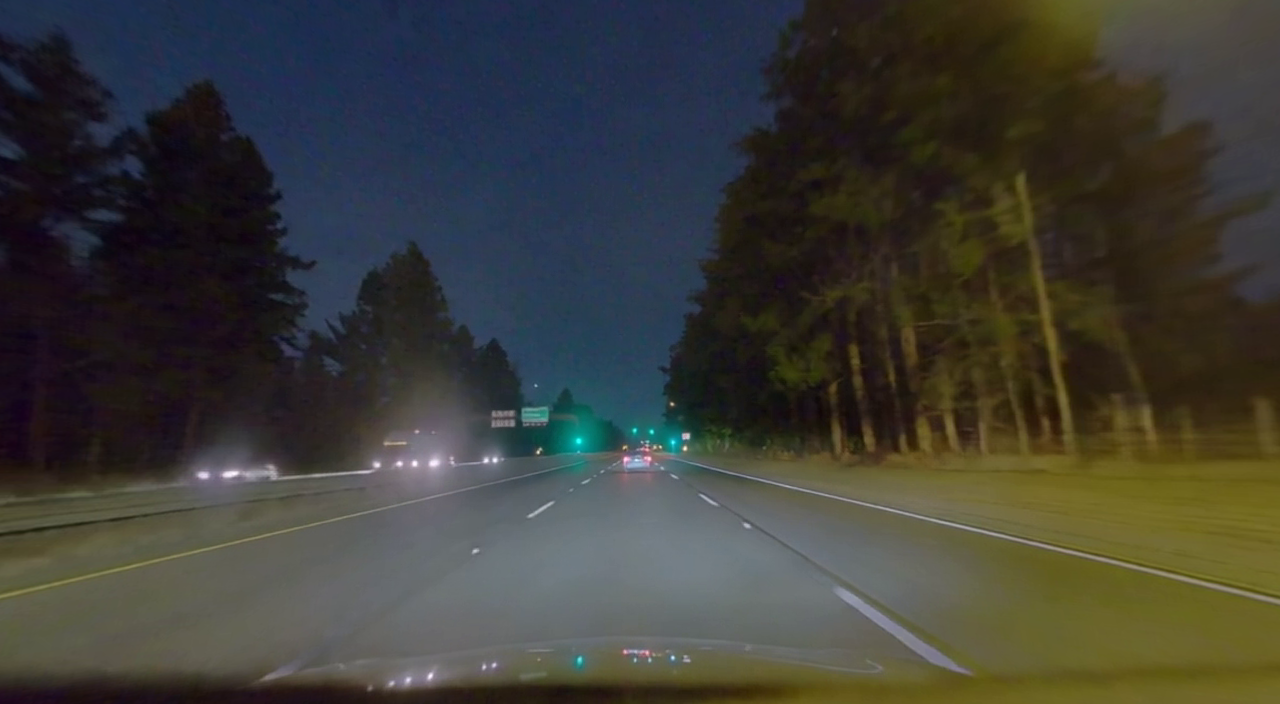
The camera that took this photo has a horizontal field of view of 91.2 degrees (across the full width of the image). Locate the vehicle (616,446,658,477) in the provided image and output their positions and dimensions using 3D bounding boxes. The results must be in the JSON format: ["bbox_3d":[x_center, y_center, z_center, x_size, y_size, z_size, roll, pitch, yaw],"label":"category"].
[{"bbox_3d":[-0.193,5.838,33.628,2.095,1.537,4.017,0,-9,-1],"label":"vehicle"}]

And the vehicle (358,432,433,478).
[{"bbox_3d":[-17.353,7.331,44.965,2.645,3.018,6.446,-1,-9,1],"label":"vehicle"}]

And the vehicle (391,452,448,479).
[{"bbox_3d":[-12.851,6.622,36.786,1.903,1.495,3.908,0,-9,0],"label":"vehicle"}]

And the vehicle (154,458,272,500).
[{"bbox_3d":[-16.863,5.009,25.041,1.800,1.480,4.096,0,-9,0],"label":"vehicle"}]
